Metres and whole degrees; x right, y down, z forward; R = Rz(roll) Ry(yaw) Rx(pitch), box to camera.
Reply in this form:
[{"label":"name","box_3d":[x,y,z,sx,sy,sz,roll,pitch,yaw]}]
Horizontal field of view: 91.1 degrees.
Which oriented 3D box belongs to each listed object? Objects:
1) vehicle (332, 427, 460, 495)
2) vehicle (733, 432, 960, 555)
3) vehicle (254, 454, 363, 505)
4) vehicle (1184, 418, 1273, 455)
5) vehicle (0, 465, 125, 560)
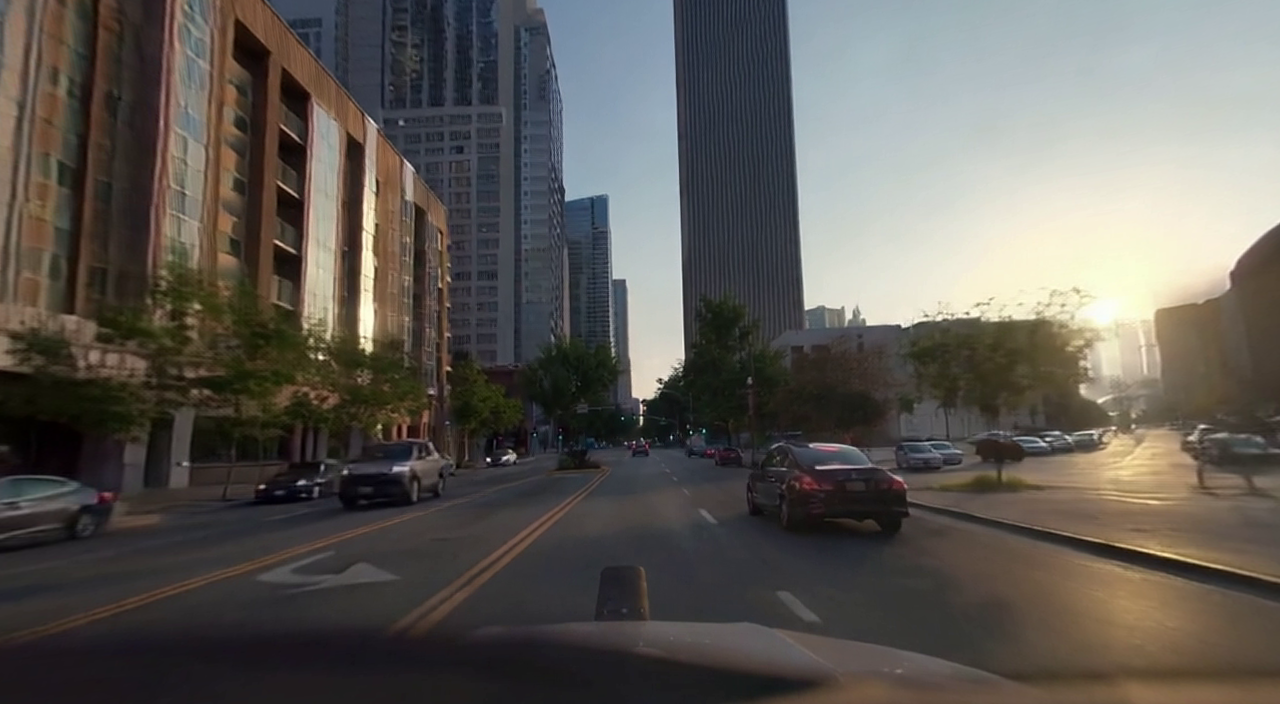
[{"label":"vehicle","box_3d":[-8.391,3.808,22.289,2.379,2.086,5.321,0,-8,0]},{"label":"vehicle","box_3d":[2.928,2.103,10.112,2.080,1.524,4.348,0,-8,-1]},{"label":"vehicle","box_3d":[-12.234,4.685,23.509,1.867,1.583,4.108,-1,-8,-1]},{"label":"vehicle","box_3d":[32.410,4.740,34.745,2.005,1.825,4.889,-5,-10,25]},{"label":"vehicle","box_3d":[-12.228,2.953,11.367,1.910,1.511,4.565,-1,-7,0]}]
